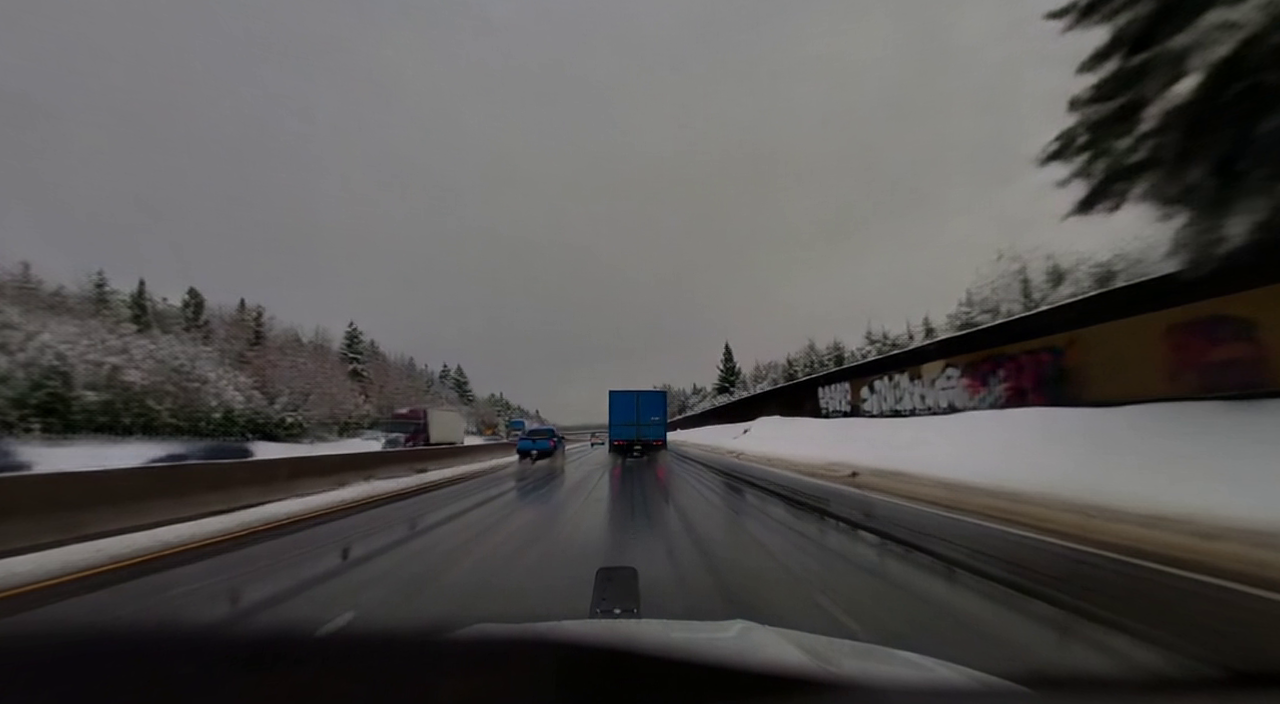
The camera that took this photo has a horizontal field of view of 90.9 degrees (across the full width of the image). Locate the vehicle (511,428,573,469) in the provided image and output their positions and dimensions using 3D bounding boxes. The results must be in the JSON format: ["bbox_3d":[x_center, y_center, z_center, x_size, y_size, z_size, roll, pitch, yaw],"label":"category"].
[{"bbox_3d":[-4.217,4.224,27.816,2.058,1.645,4.130,0,-8,0],"label":"vehicle"}]

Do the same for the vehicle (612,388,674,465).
[{"bbox_3d":[0.047,4.173,34.792,2.927,3.649,9.443,0,-8,-1],"label":"vehicle"}]
